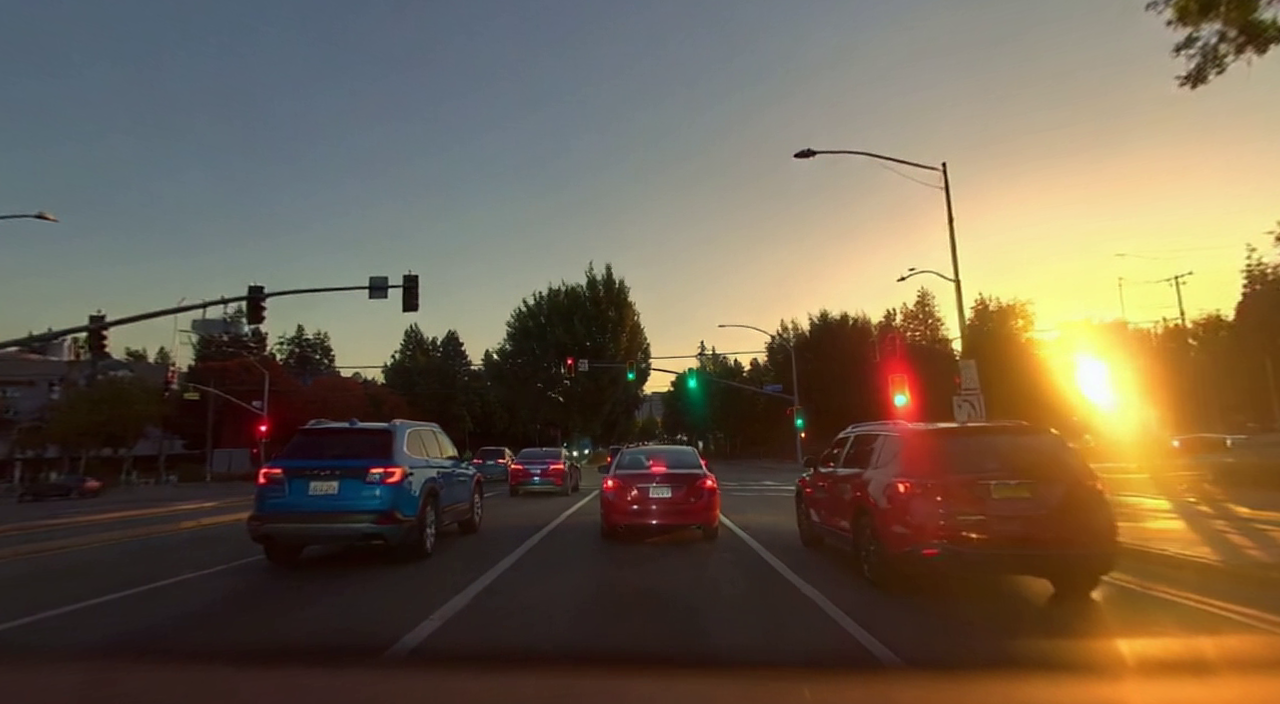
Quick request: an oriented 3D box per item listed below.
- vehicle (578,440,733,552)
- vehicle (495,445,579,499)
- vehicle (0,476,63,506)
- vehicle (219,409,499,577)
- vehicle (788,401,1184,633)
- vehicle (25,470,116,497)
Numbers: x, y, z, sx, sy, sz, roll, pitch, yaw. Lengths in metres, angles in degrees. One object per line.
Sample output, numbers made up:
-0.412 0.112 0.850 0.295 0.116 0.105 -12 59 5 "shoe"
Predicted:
0.161 2.192 10.325 2.051 1.460 3.932 0 -8 -1 "vehicle"
-3.120 3.704 19.854 1.868 1.516 4.114 0 -8 1 "vehicle"
-34.678 7.548 34.280 4.401 1.464 1.980 0 -8 2 "vehicle"
-3.479 1.812 8.872 1.889 1.767 4.289 0 -8 1 "vehicle"
3.153 1.579 7.073 1.880 1.747 4.500 0 -8 0 "vehicle"
-39.679 9.146 43.780 4.659 1.763 1.857 -1 -8 6 "vehicle"
